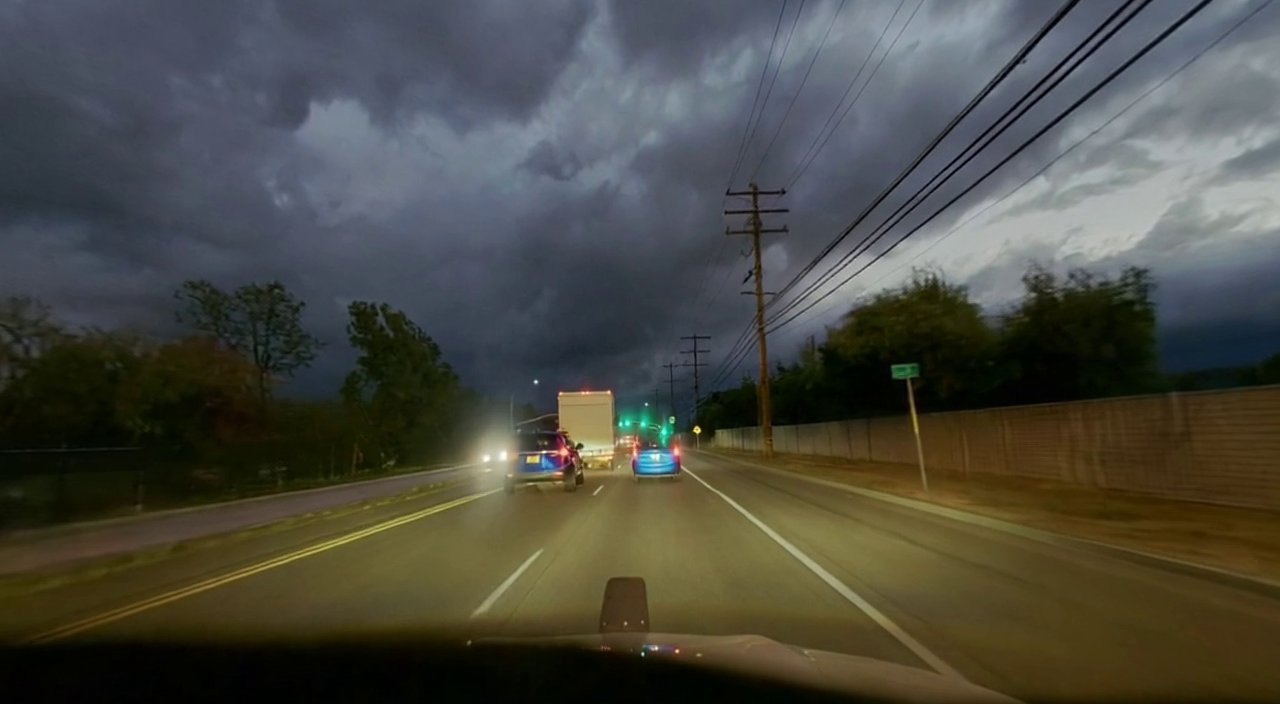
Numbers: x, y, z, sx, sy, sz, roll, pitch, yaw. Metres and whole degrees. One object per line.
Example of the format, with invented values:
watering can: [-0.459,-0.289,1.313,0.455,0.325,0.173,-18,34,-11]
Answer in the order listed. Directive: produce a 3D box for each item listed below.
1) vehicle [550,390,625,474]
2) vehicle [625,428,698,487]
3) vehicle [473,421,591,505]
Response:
vehicle: [-2.405,4.299,32.942,2.928,3.658,10.953,0,-9,0]
vehicle: [0.674,3.445,20.852,2.174,1.749,4.113,0,-9,1]
vehicle: [-2.566,2.803,16.254,2.093,1.832,4.508,0,-9,2]
